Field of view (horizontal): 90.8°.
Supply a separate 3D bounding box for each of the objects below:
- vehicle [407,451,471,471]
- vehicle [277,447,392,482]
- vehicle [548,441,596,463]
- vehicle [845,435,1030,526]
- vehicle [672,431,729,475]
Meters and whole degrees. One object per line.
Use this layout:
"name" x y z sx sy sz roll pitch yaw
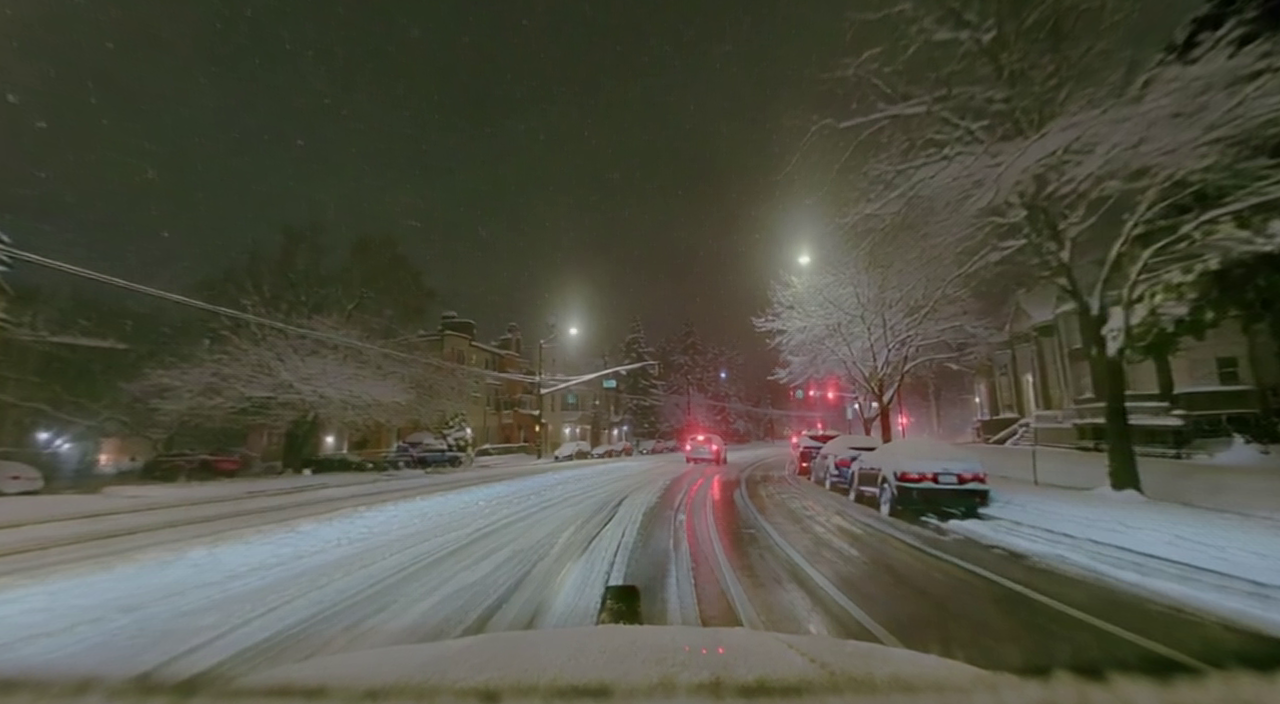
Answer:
"vehicle" -14.810 7.999 46.539 4.195 1.400 1.726 -2 -9 14
"vehicle" -18.360 6.773 38.103 5.953 1.868 2.049 0 -10 9
"vehicle" -5.098 7.599 48.195 1.918 1.508 4.353 -3 -8 19
"vehicle" 5.601 2.437 12.649 1.940 1.456 4.502 -1 -8 6
"vehicle" 2.645 4.213 26.655 1.852 1.680 4.488 -2 -9 12
